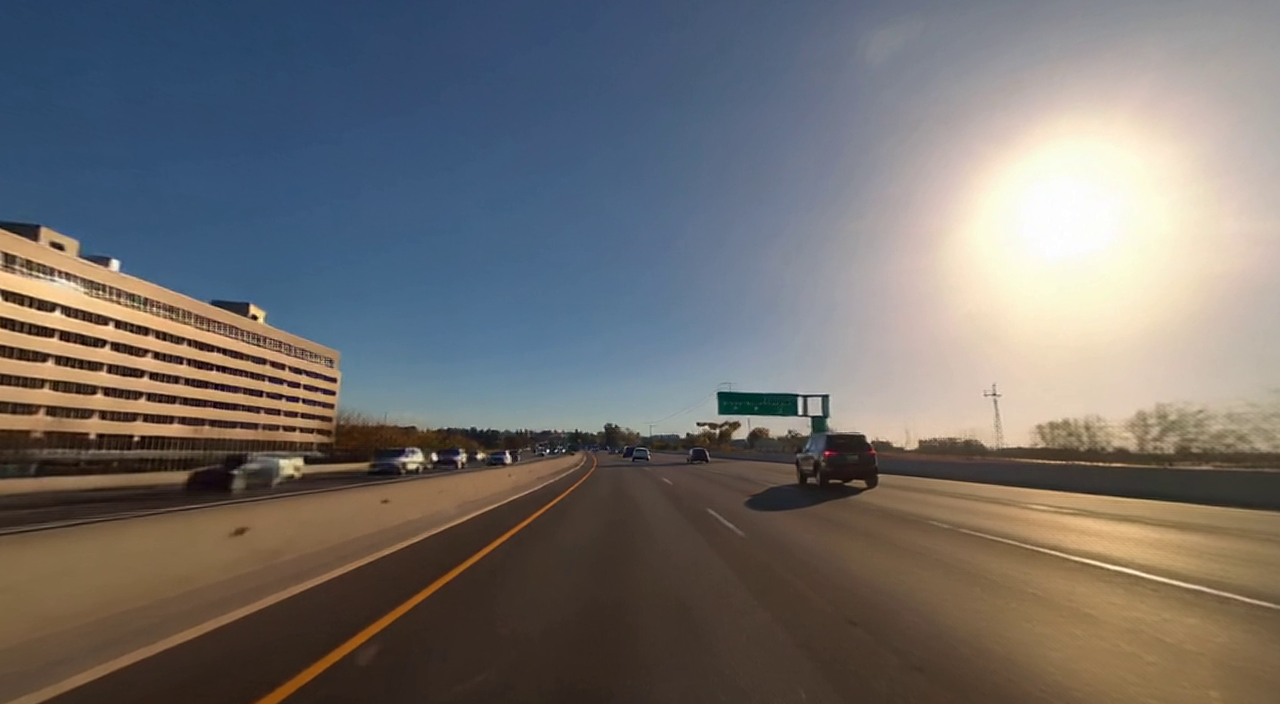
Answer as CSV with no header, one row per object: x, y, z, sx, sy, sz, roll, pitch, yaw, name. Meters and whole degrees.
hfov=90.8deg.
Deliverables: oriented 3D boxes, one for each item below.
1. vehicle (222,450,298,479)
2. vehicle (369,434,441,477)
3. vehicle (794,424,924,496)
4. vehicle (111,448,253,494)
-21.457,6.329,35.905,1.611,1.537,4.463,0,-9,-2,vehicle
-13.537,6.103,36.788,2.224,2.008,4.808,4,-13,-1,vehicle
6.686,3.374,20.053,2.181,1.952,4.973,0,-9,-2,vehicle
-17.117,4.428,23.972,2.001,1.572,4.572,0,-9,-1,vehicle
